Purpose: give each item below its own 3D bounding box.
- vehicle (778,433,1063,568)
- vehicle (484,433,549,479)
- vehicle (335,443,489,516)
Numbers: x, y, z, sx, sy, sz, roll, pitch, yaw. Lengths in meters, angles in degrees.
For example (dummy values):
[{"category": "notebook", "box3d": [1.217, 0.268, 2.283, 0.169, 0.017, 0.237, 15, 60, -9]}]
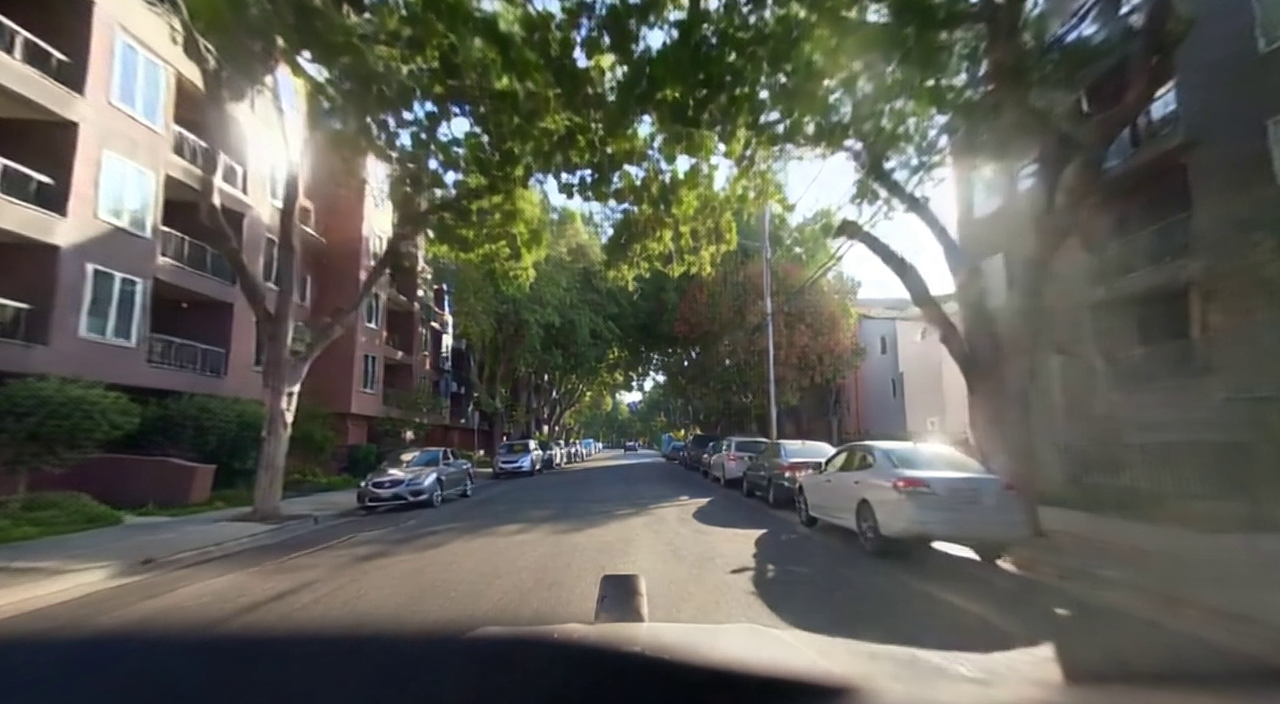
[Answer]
[{"category": "vehicle", "box3d": [3.630, 1.983, 9.388, 1.881, 1.460, 4.737, 0, -8, -3]}, {"category": "vehicle", "box3d": [-5.507, 4.692, 28.800, 2.069, 1.881, 4.697, 0, -8, -1]}, {"category": "vehicle", "box3d": [-5.318, 2.992, 15.497, 2.080, 1.458, 4.511, -1, -8, 0]}]
